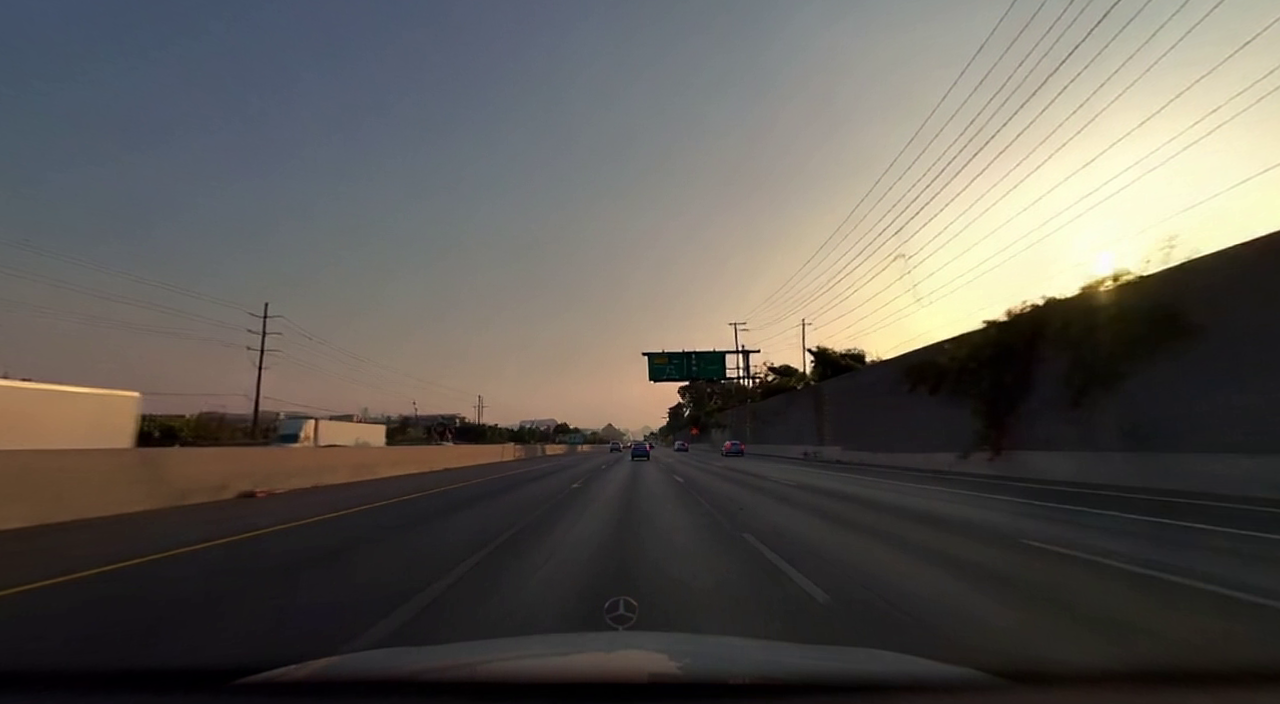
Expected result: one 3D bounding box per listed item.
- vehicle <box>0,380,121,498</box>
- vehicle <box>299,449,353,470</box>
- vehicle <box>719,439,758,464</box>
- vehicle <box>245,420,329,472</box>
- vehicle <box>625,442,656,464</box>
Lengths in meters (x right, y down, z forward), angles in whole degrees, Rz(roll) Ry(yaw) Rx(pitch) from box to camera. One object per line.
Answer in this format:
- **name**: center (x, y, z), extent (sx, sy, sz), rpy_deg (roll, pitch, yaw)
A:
- **vehicle**: center (-23.240, 2.719, 19.799), extent (2.802, 3.982, 13.268), rpy_deg (0, -8, 0)
- **vehicle**: center (-22.967, 7.846, 46.422), extent (1.953, 1.461, 3.902), rpy_deg (0, -8, 0)
- **vehicle**: center (7.051, 7.190, 45.673), extent (2.005, 1.687, 4.259), rpy_deg (0, -8, -1)
- **vehicle**: center (-26.984, 7.234, 48.747), extent (2.994, 3.687, 5.869), rpy_deg (0, -8, -1)
- **vehicle**: center (0.023, 7.342, 46.052), extent (2.109, 1.489, 4.027), rpy_deg (0, -8, 0)
